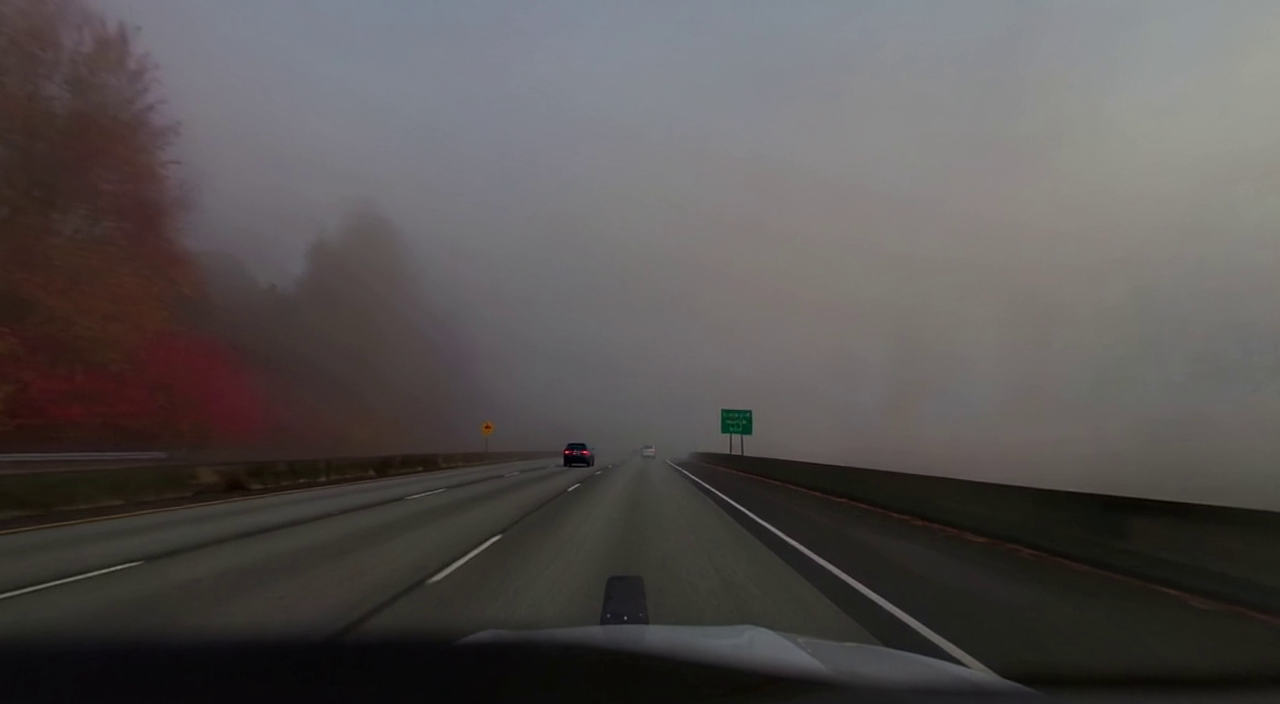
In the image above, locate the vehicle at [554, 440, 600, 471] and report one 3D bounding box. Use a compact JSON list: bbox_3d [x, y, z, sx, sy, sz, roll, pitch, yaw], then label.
[{"bbox_3d":[-3.377,5.653,34.706,2.061,1.572,4.814,0,-8,0],"label":"vehicle"}]
